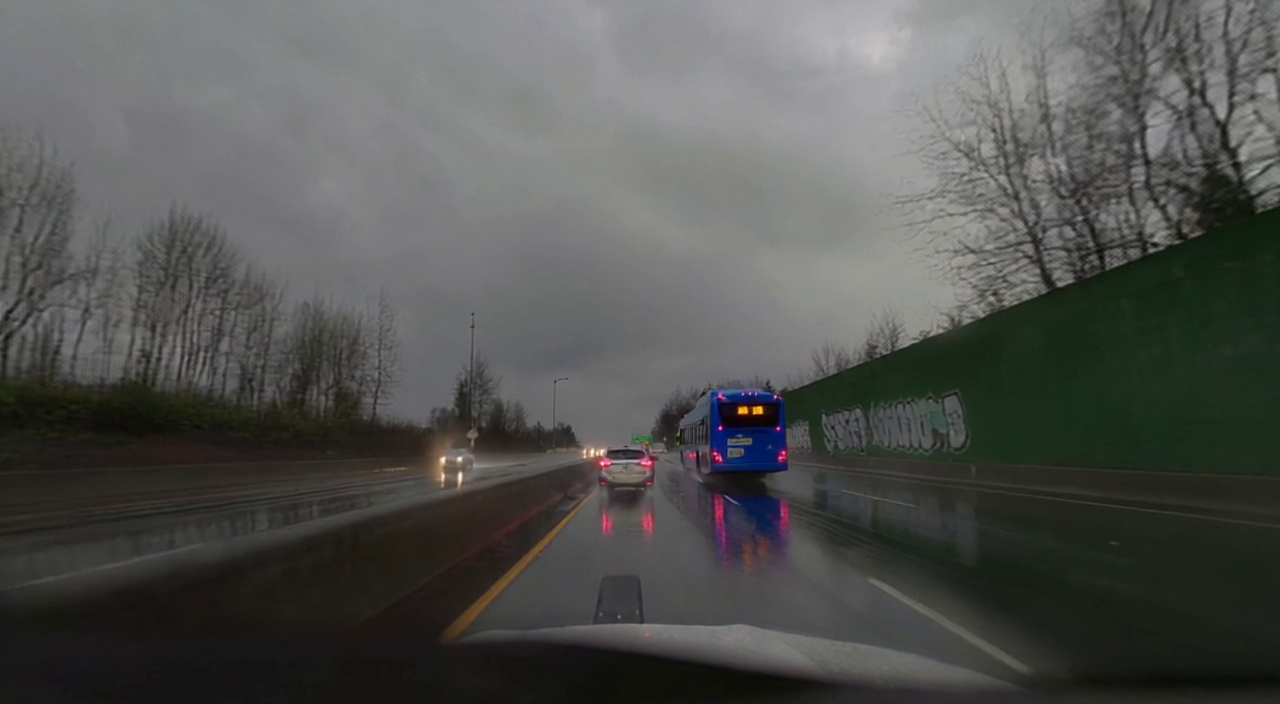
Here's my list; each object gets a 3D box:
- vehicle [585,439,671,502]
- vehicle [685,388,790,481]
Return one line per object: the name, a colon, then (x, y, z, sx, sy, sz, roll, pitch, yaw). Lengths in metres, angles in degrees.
vehicle: (-0.284, 3.297, 17.789, 2.160, 1.532, 4.073, -1, -9, 1)
vehicle: (4.123, 4.065, 29.898, 3.055, 3.479, 12.521, -1, -9, 0)
